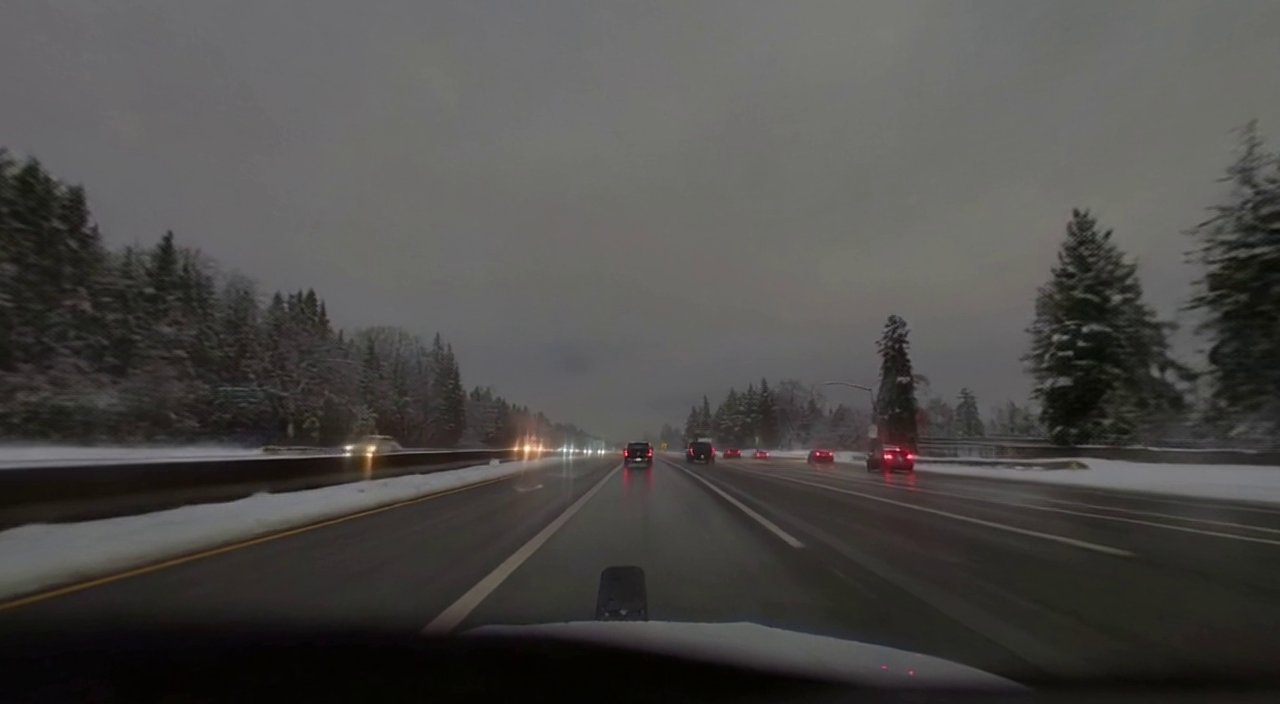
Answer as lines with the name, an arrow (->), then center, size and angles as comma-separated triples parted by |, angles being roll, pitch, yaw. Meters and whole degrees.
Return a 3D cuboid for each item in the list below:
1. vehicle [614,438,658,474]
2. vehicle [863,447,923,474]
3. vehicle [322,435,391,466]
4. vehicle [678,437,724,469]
vehicle -> -0.182, 5.369, 32.707 | 2.105, 1.711, 4.293 | 0, -8, 0
vehicle -> 14.996, 6.415, 37.634 | 1.872, 1.459, 4.502 | 0, -9, 2
vehicle -> -17.981, 6.258, 40.263 | 2.130, 1.820, 4.797 | 0, -9, 0
vehicle -> 4.038, 6.854, 43.105 | 2.505, 2.020, 5.532 | 0, -9, -1
